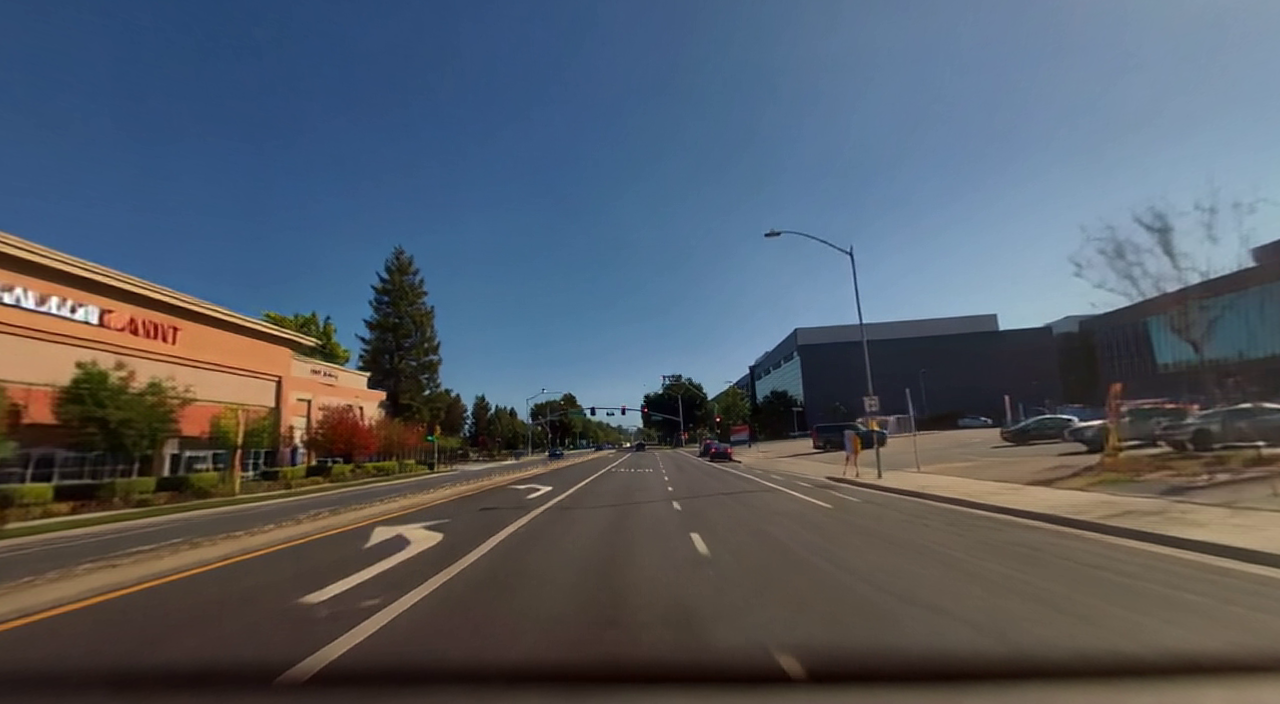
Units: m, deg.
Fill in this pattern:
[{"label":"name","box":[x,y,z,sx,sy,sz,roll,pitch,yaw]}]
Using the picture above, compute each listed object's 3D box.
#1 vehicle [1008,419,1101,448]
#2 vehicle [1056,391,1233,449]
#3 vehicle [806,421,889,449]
[{"label":"vehicle","box":[23.938,4.779,36.592,1.943,1.531,4.579,1,-9,-7]},{"label":"vehicle","box":[17.254,2.457,21.938,2.059,1.788,4.708,0,-8,-3]},{"label":"vehicle","box":[16.025,6.483,48.803,5.546,2.117,2.443,0,-9,0]}]
